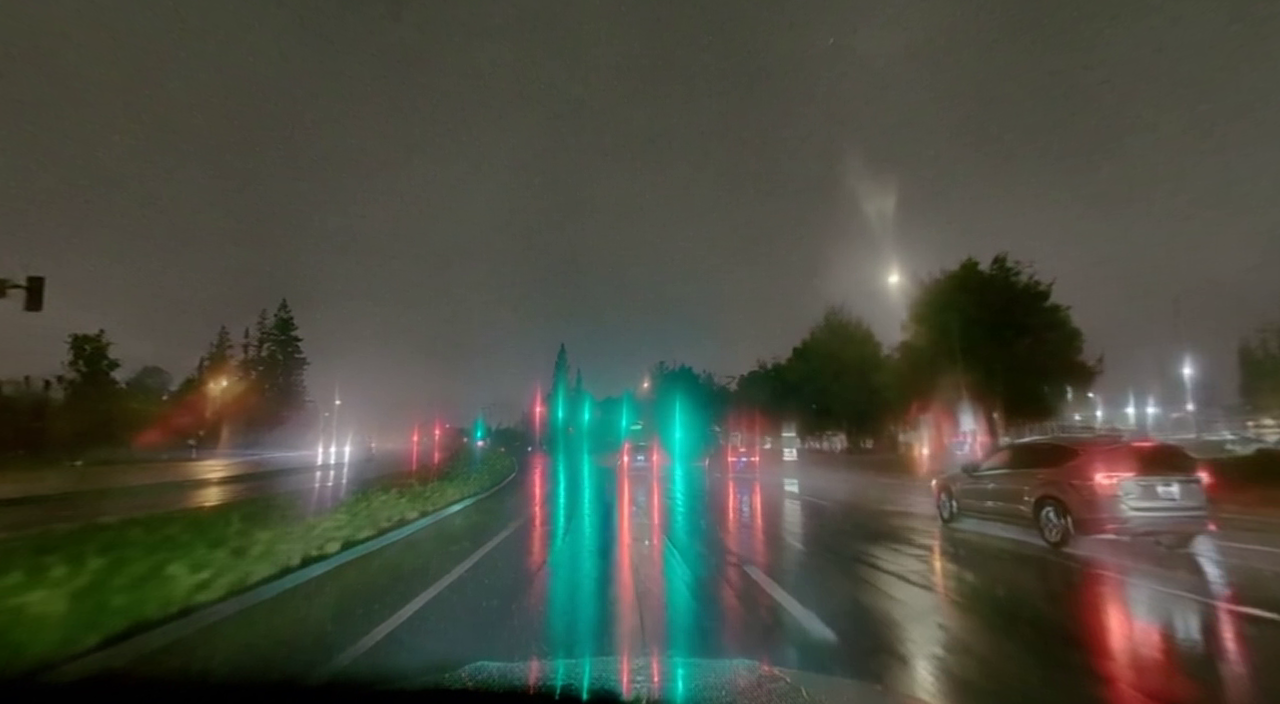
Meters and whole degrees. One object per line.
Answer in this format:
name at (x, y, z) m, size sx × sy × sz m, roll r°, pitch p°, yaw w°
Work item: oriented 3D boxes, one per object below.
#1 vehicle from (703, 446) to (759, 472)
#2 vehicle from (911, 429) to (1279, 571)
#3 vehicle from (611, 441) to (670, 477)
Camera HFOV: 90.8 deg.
vehicle at (5.543, 6.566, 39.008) m, size 1.940 × 1.460 × 4.652 m, roll 2°, pitch -8°, yaw -11°
vehicle at (5.813, 1.883, 8.896) m, size 1.882 × 1.476 × 4.344 m, roll 0°, pitch -8°, yaw -3°
vehicle at (-0.068, 5.284, 31.573) m, size 2.122 × 1.646 × 4.525 m, roll 2°, pitch -8°, yaw -10°
